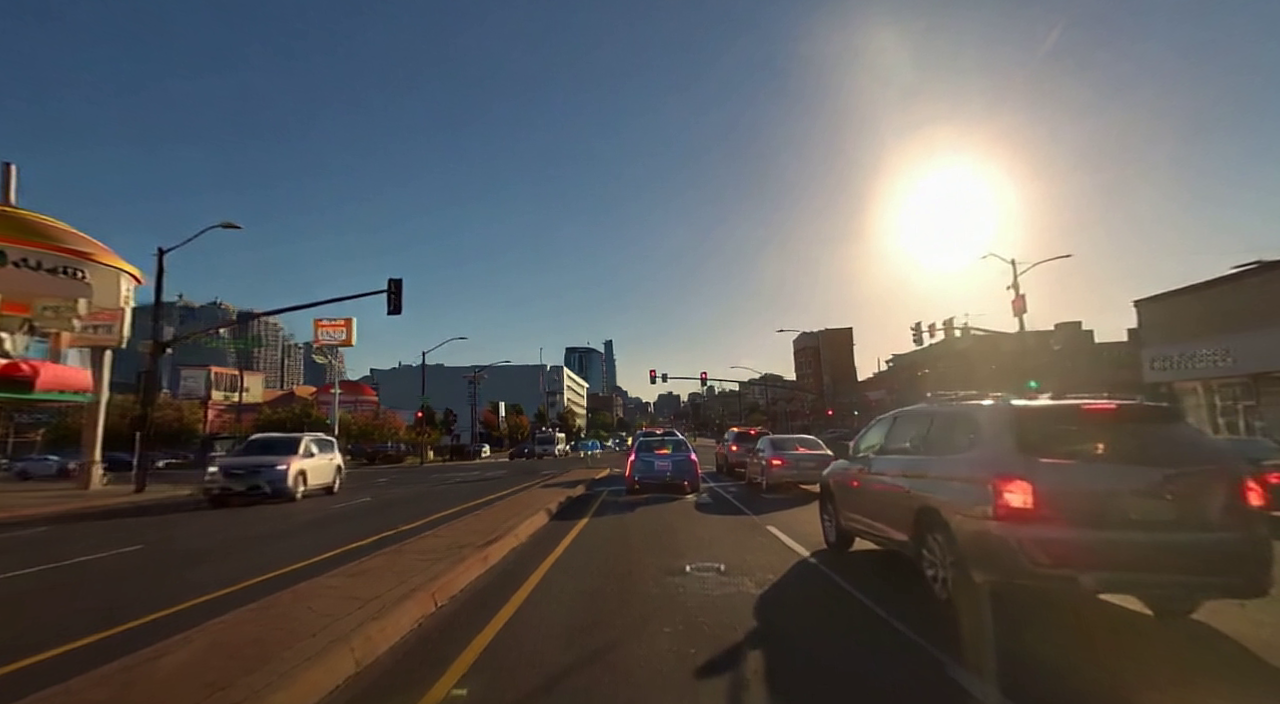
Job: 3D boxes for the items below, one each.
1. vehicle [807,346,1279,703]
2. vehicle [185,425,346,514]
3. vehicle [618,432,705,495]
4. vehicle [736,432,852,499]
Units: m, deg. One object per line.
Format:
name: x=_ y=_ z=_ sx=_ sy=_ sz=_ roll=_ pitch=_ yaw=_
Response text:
vehicle: x=3.199 y=1.211 z=5.688 sx=2.038 sy=1.787 sz=4.946 roll=0 pitch=-8 yaw=0
vehicle: x=-8.651 y=2.716 z=15.122 sx=2.106 sy=1.751 sz=4.554 roll=2 pitch=-9 yaw=-15
vehicle: x=0.513 y=2.961 z=17.076 sx=2.073 sy=1.496 sz=3.892 roll=0 pitch=-8 yaw=0
vehicle: x=3.794 y=2.877 z=16.369 sx=1.883 sy=1.480 sz=4.489 roll=0 pitch=-8 yaw=0
